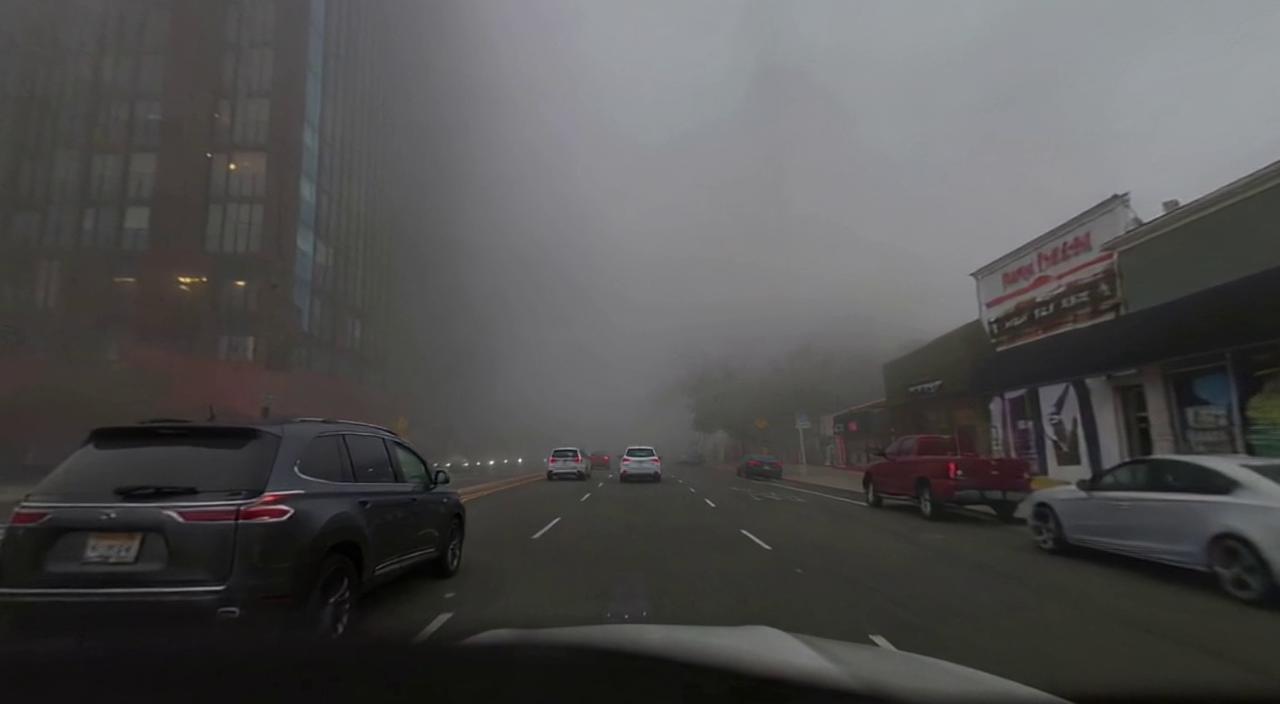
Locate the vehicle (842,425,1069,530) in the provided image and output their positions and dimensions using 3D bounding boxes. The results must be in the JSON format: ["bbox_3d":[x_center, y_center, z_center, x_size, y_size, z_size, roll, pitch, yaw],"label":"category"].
[{"bbox_3d":[6.332,2.571,13.587,2.159,1.817,5.056,0,-9,-2],"label":"vehicle"}]

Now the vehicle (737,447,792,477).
[{"bbox_3d":[6.689,5.930,34.281,2.014,1.495,4.562,0,-9,-1],"label":"vehicle"}]

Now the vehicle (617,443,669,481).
[{"bbox_3d":[0.118,4.656,26.928,2.037,1.484,4.073,0,-9,0],"label":"vehicle"}]

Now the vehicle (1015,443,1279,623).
[{"bbox_3d":[6.235,1.691,6.552,1.944,1.462,4.406,0,-9,0],"label":"vehicle"}]

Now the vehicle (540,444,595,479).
[{"bbox_3d":[-3.219,4.955,28.768,1.950,1.450,4.257,0,-9,1],"label":"vehicle"}]

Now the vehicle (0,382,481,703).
[{"bbox_3d":[-3.000,1.308,5.413,2.049,1.646,4.445,0,-9,1],"label":"vehicle"}]
